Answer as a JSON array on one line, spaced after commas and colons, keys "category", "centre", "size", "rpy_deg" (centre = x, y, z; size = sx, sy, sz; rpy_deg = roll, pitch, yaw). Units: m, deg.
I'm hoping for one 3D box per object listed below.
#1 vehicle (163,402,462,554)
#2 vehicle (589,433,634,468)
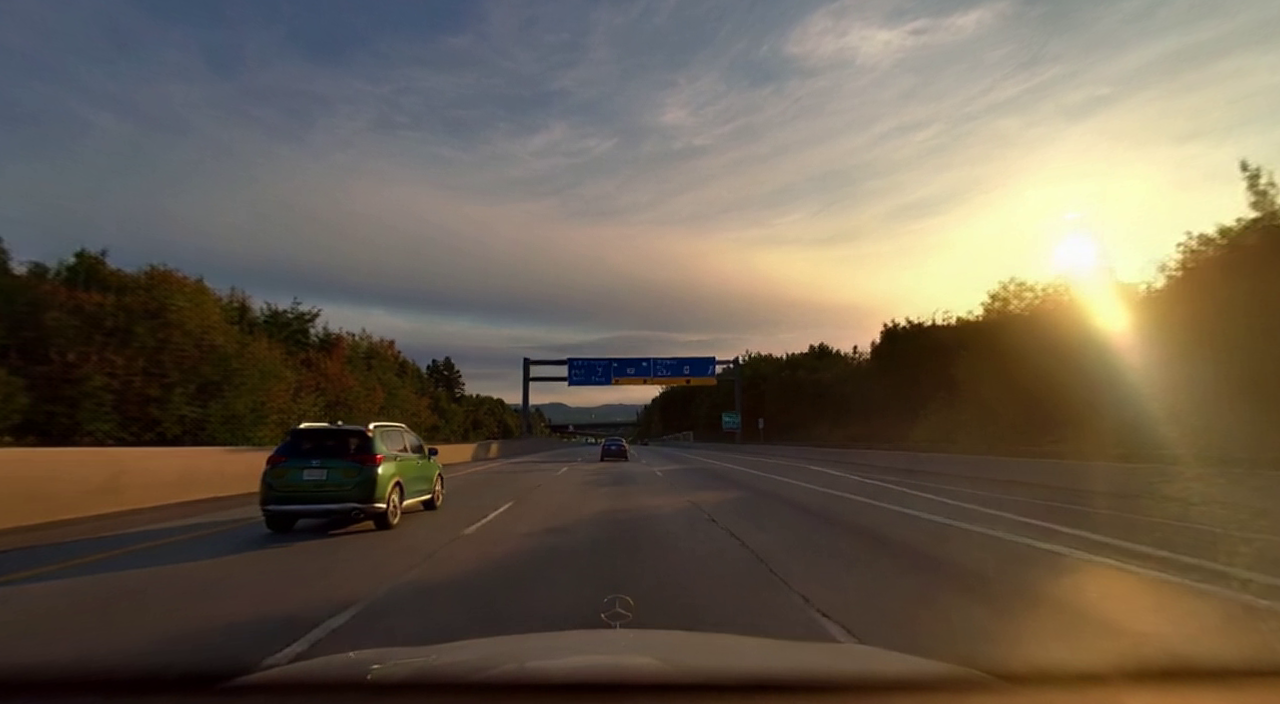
[{"category": "vehicle", "centre": [-4.327, 1.722, 9.395], "size": [2.111, 1.689, 4.505], "rpy_deg": [0, -8, -1]}, {"category": "vehicle", "centre": [-1.341, 4.652, 29.964], "size": [2.010, 1.534, 4.013], "rpy_deg": [0, -8, -2]}]
